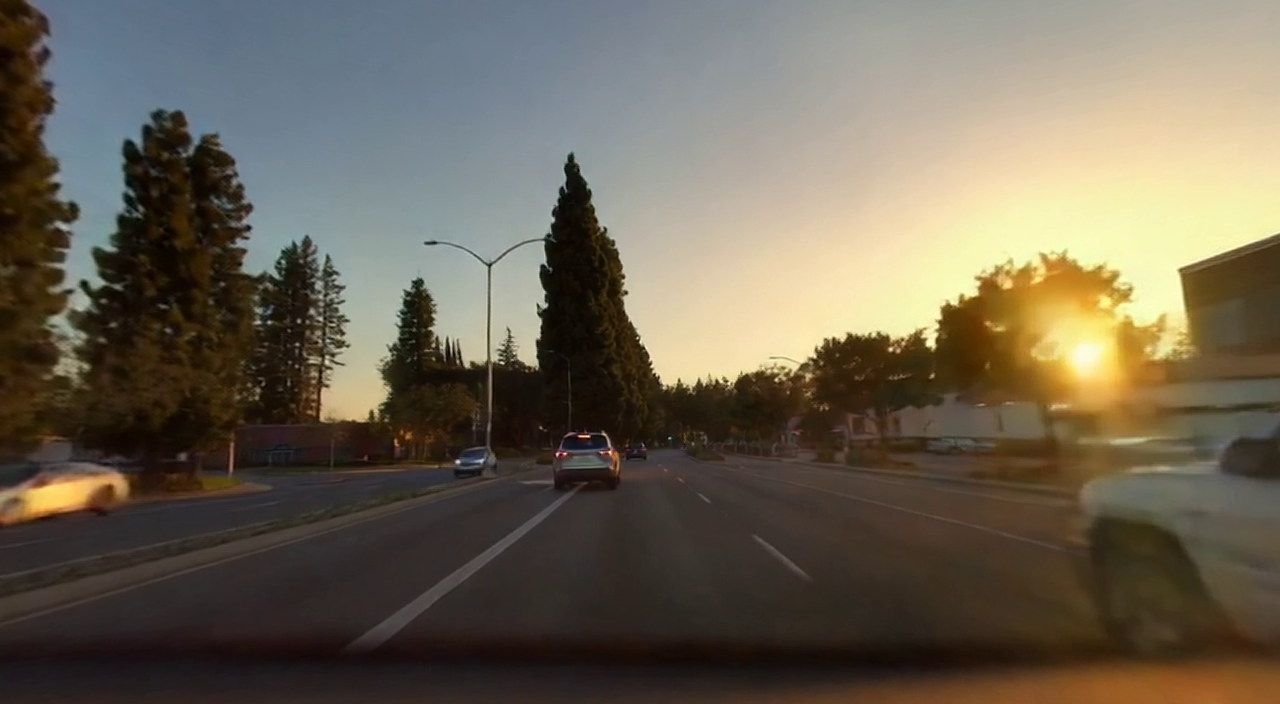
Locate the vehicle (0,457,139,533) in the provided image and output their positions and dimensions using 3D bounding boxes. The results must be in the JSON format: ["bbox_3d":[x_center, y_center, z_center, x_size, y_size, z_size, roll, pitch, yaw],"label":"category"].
[{"bbox_3d":[-15.489,3.533,16.016,2.022,1.615,4.324,0,-8,0],"label":"vehicle"}]

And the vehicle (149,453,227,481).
[{"bbox_3d":[-28.539,7.252,39.973,3.590,1.477,1.837,-3,-8,0],"label":"vehicle"}]

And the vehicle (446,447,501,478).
[{"bbox_3d":[-9.114,6.069,34.964,2.001,1.579,3.930,0,-8,0],"label":"vehicle"}]

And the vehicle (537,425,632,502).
[{"bbox_3d":[-1.498,3.093,17.983,2.300,1.870,4.936,0,-8,-3],"label":"vehicle"}]

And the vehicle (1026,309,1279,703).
[{"bbox_3d":[3.525,0.597,1.488,2.238,1.767,4.563,0,-8,-1],"label":"vehicle"}]
